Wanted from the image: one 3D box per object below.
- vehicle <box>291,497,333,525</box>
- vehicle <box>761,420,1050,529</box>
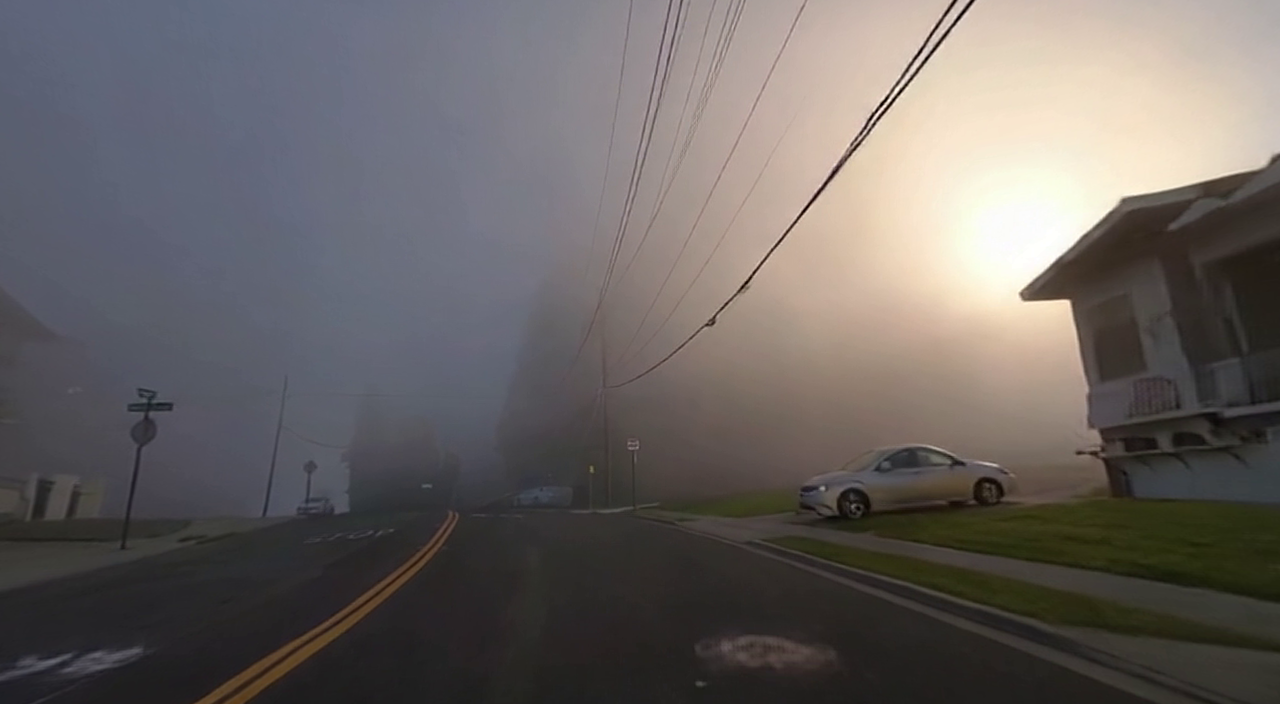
[{"bbox_3d":[-23.154,11.157,44.553,1.994,1.515,4.385,6,-11,-34],"label":"vehicle"},{"bbox_3d":[5.942,2.754,14.557,5.578,1.842,2.300,-3,-10,-10],"label":"vehicle"}]
